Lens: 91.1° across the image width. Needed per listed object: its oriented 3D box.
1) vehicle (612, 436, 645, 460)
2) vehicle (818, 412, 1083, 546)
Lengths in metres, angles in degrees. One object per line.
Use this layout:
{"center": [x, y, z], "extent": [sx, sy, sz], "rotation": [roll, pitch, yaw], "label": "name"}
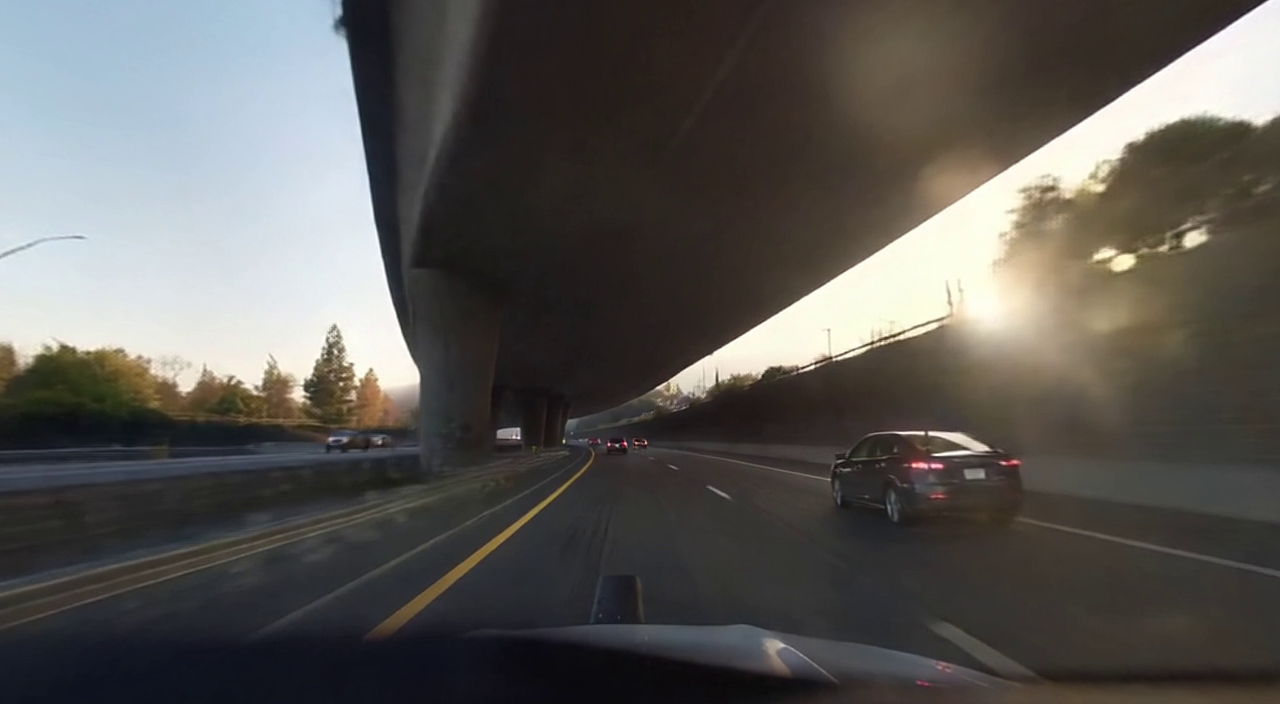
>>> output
{"center": [-0.807, 6.292, 41.365], "extent": [1.998, 1.512, 3.735], "rotation": [1, -8, -3], "label": "vehicle"}
{"center": [4.069, 1.700, 9.044], "extent": [1.852, 1.513, 3.652], "rotation": [0, -8, -2], "label": "vehicle"}
